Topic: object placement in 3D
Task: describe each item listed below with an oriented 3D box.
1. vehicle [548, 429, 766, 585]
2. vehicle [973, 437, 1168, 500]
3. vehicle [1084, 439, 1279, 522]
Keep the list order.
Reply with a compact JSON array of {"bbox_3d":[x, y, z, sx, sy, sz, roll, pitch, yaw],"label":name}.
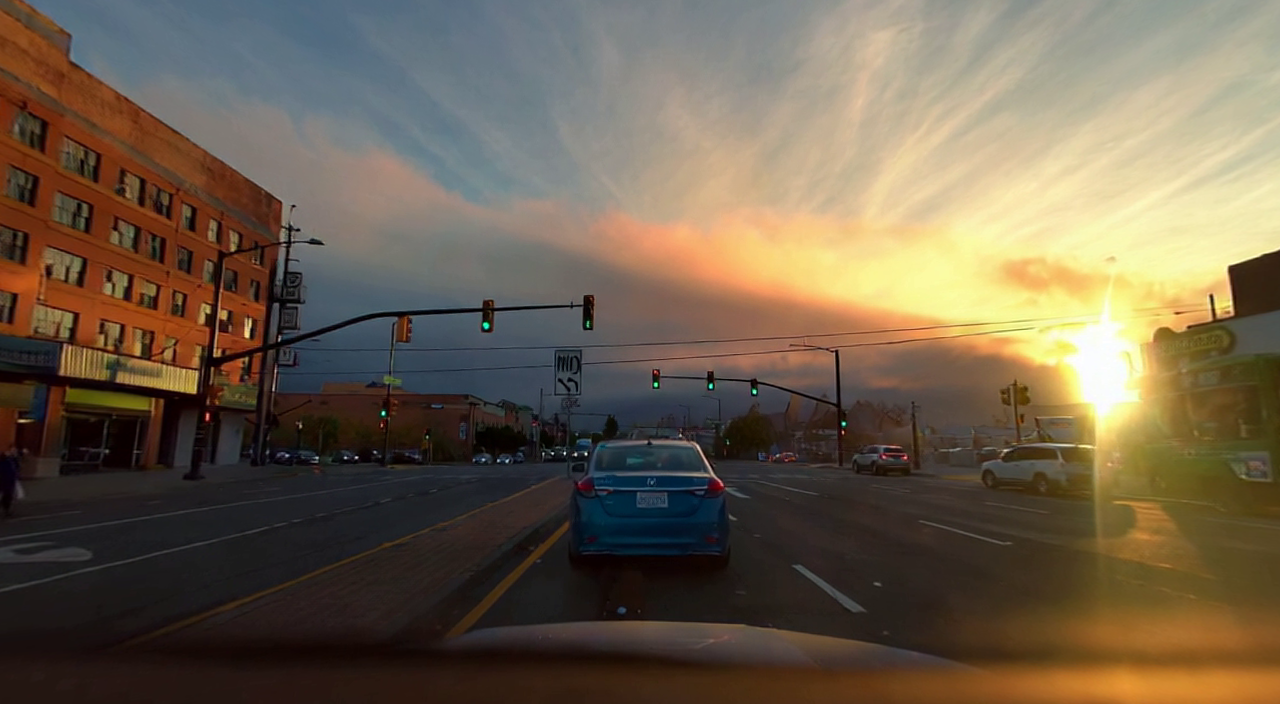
[{"bbox_3d":[0.134,1.807,8.204,2.067,1.471,4.241,0,-9,-1],"label":"vehicle"},{"bbox_3d":[14.067,3.831,21.315,2.309,1.819,5.793,0,-9,-3],"label":"vehicle"},{"bbox_3d":[14.178,3.109,15.916,2.235,1.721,5.230,0,-9,1],"label":"vehicle"}]
